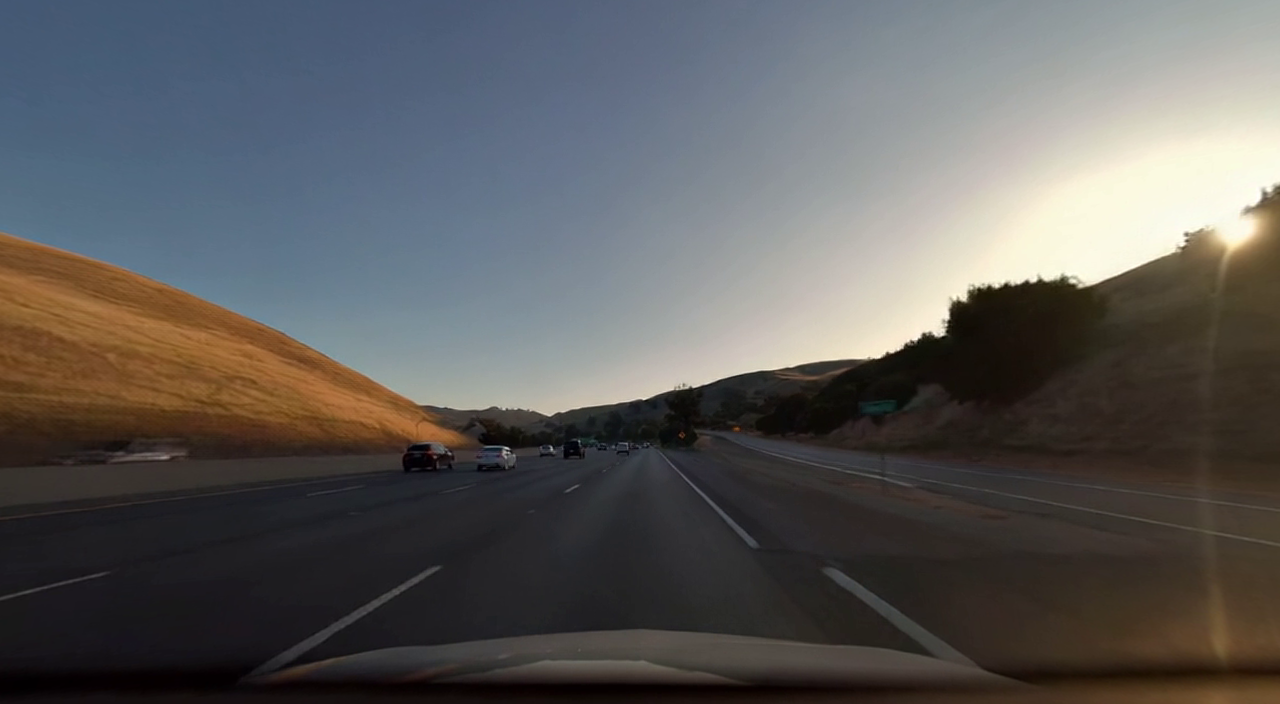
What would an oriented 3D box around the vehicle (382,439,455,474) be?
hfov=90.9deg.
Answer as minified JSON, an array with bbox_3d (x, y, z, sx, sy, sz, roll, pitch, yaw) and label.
[{"bbox_3d":[-11.400,5.385,32.801,2.020,1.645,4.629,-1,-8,1],"label":"vehicle"}]

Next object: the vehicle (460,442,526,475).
[{"bbox_3d":[-7.178,5.230,31.342,2.107,1.484,4.449,-1,-8,1],"label":"vehicle"}]
